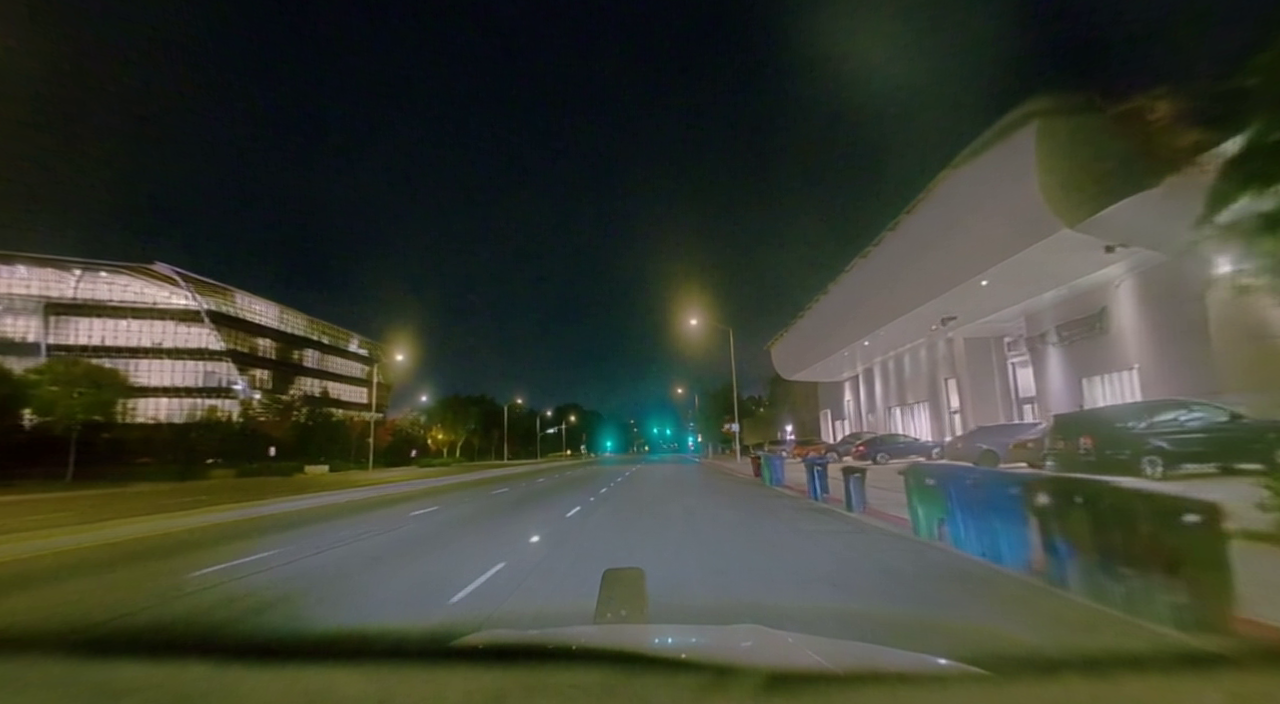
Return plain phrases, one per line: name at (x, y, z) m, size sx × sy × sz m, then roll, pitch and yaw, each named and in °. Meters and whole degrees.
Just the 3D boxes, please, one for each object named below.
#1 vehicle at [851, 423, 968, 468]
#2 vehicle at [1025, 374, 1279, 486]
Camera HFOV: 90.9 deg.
vehicle at (12.638, 4.422, 29.774) m, size 4.478 × 1.578 × 1.944 m, roll -6°, pitch -9°, yaw 2°
vehicle at (12.364, 1.785, 14.644) m, size 5.136 × 1.945 × 2.153 m, roll -7°, pitch -9°, yaw 3°
